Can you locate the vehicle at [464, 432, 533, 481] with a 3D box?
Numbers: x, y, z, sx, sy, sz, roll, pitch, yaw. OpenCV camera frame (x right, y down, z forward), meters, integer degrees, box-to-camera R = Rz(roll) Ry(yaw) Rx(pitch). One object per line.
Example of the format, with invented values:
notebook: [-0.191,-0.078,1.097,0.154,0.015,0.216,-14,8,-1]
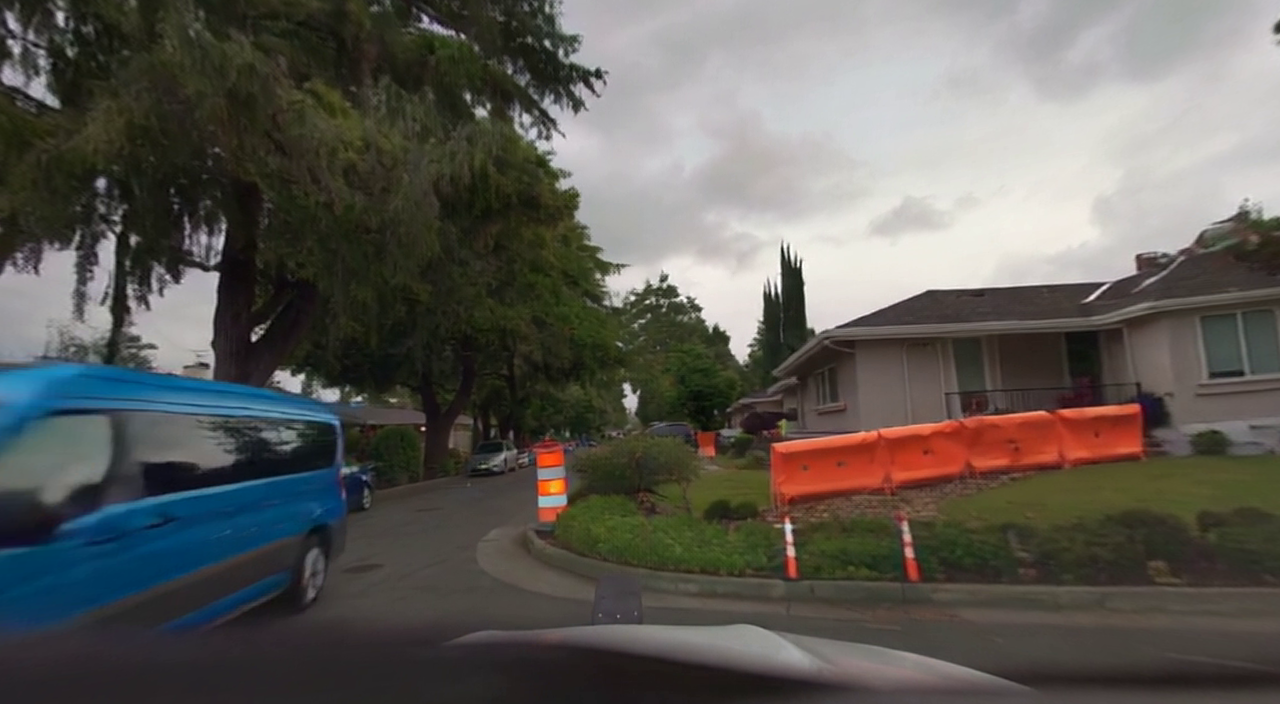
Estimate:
vehicle: [-6.655,4.905,30.181,2.042,1.937,4.960,3,-6,1]

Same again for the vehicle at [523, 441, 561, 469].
vehicle: [-6.328,6.674,40.991,1.765,1.493,4.130,2,-6,0]

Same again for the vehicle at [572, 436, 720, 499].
vehicle: [0.269,3.004,16.971,1.827,1.436,4.070,-7,-10,39]

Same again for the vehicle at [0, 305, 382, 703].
vehicle: [-3.792,1.044,4.265,2.219,1.984,4.712,0,-8,-2]
